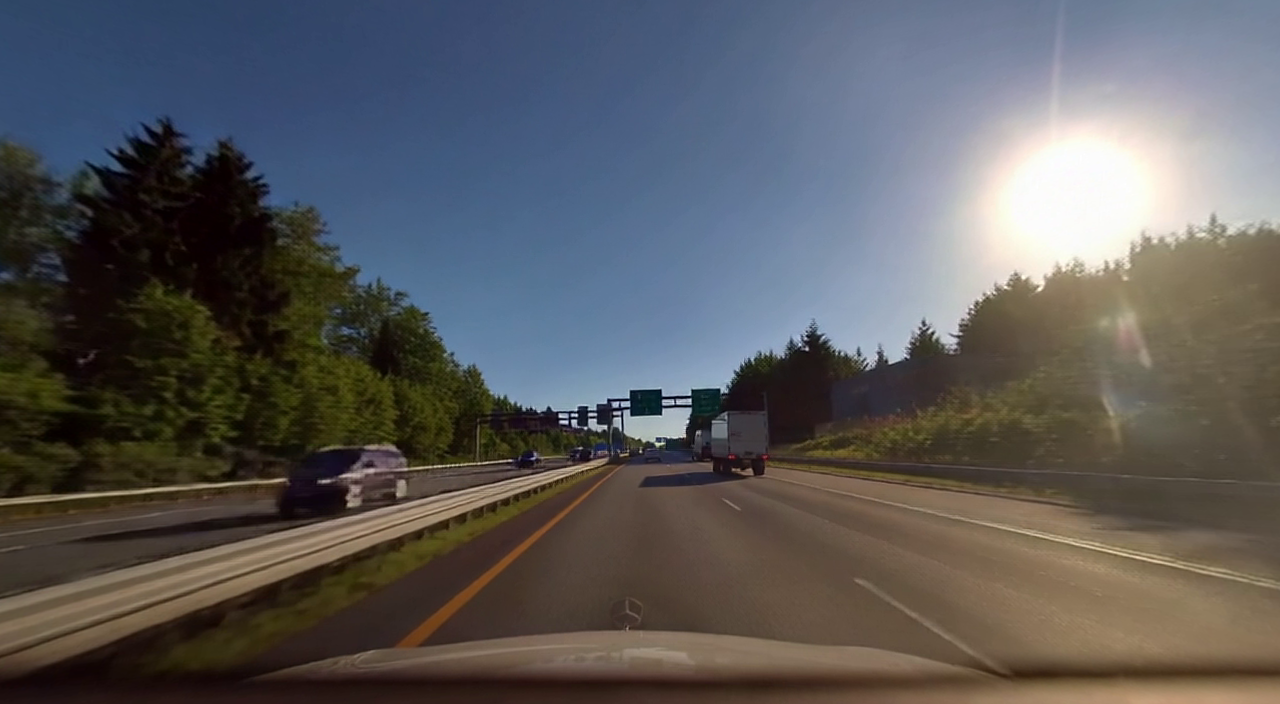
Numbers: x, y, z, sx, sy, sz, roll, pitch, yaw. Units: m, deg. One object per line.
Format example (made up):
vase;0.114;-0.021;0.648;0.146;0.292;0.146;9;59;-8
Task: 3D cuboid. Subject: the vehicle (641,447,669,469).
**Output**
vehicle;1.105;7.845;46.808;2.049;1.500;3.790;0;-9;1

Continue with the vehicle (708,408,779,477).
vehicle;5.448;4.978;34.478;2.743;3.367;7.306;0;-9;1
